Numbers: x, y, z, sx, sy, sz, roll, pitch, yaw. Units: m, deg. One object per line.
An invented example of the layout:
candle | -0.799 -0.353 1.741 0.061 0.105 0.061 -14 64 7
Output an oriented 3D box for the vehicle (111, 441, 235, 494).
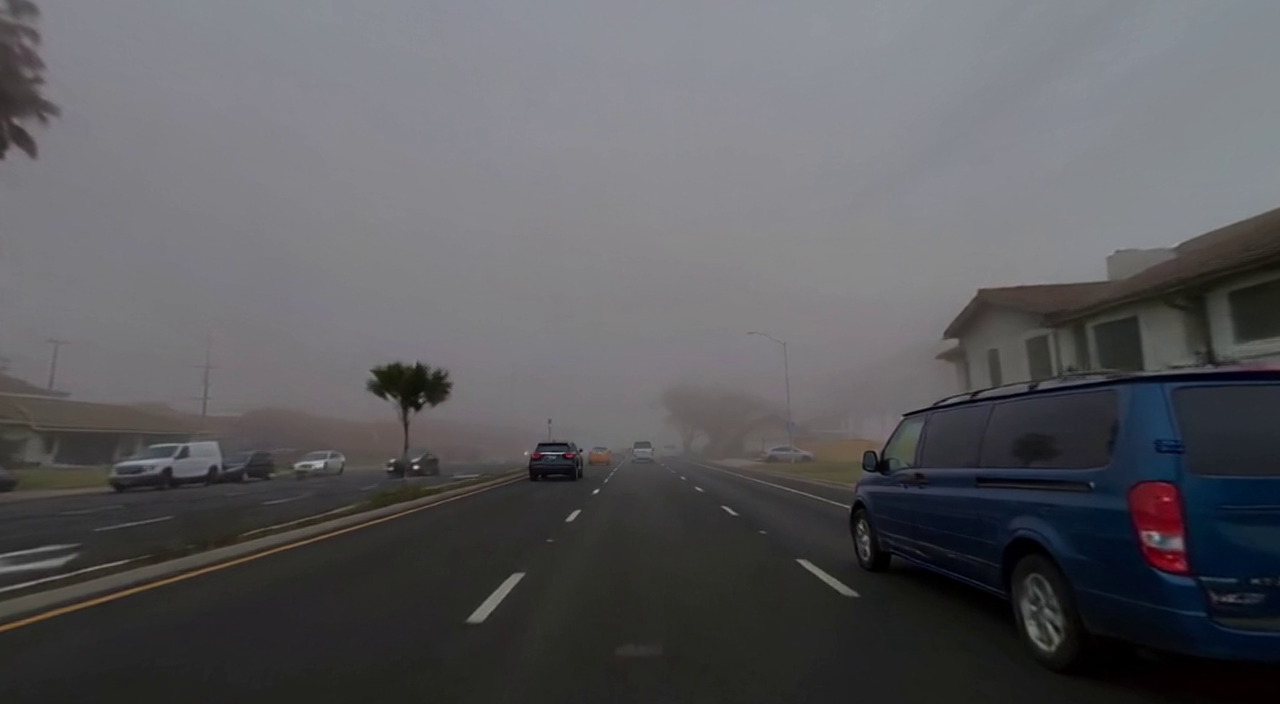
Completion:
vehicle | -21.420 5.255 29.330 1.931 2.187 5.001 -1 -8 -1

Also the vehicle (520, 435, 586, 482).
vehicle | -3.374 4.238 25.351 1.967 1.703 4.157 0 -8 1

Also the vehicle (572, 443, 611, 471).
vehicle | -2.723 5.982 36.192 1.869 1.454 4.142 0 -8 0

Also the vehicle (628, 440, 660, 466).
vehicle | 0.273 7.174 45.116 2.191 1.761 3.857 0 -8 -1

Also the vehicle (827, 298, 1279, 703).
vehicle | 3.313 1.081 4.826 2.234 1.912 4.847 0 -8 -1

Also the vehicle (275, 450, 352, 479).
vehicle | -18.325 6.293 35.725 1.934 1.470 4.487 0 -8 0

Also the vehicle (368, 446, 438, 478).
vehicle | -11.755 5.447 31.620 1.857 1.473 4.298 0 -8 0
